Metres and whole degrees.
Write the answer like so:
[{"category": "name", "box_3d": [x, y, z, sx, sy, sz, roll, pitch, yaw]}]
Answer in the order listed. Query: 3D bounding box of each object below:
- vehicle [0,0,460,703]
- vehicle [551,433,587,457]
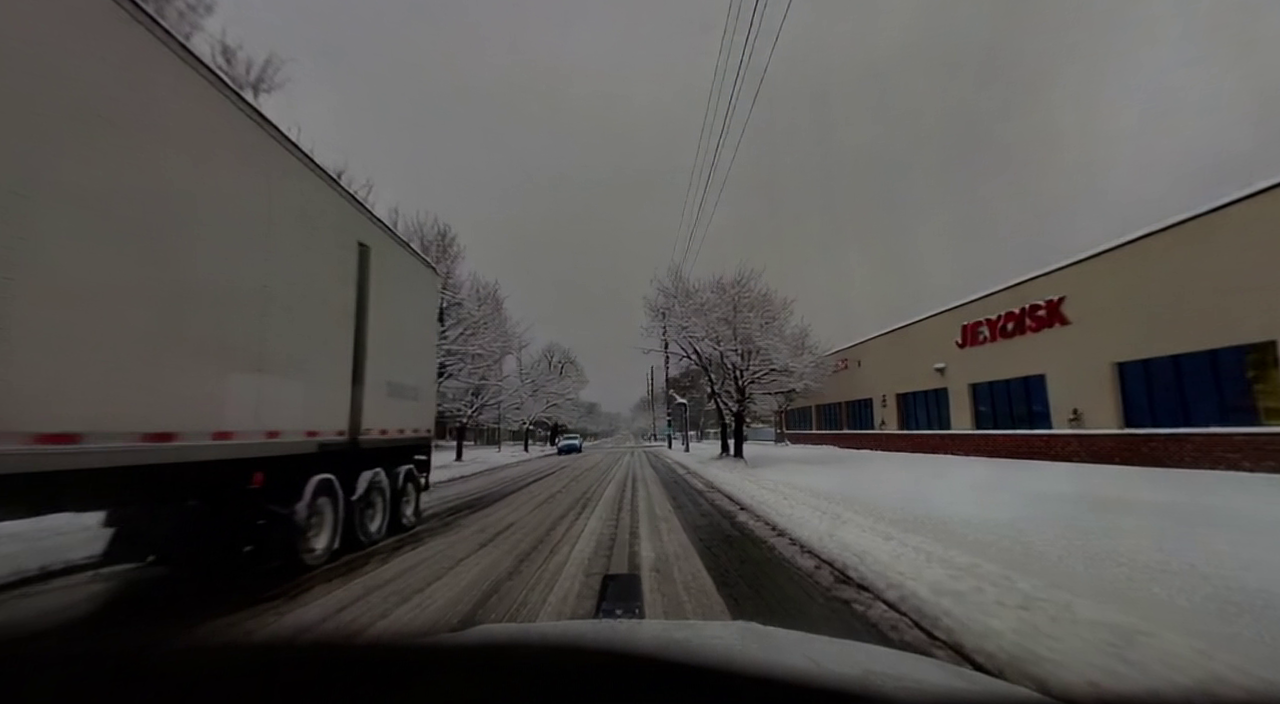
[{"category": "vehicle", "box_3d": [-4.772, -0.350, 3.677, 2.976, 4.754, 15.127, -1, -7, 0]}, {"category": "vehicle", "box_3d": [-5.170, 6.844, 46.445, 2.079, 1.664, 4.370, 0, -8, 1]}]
